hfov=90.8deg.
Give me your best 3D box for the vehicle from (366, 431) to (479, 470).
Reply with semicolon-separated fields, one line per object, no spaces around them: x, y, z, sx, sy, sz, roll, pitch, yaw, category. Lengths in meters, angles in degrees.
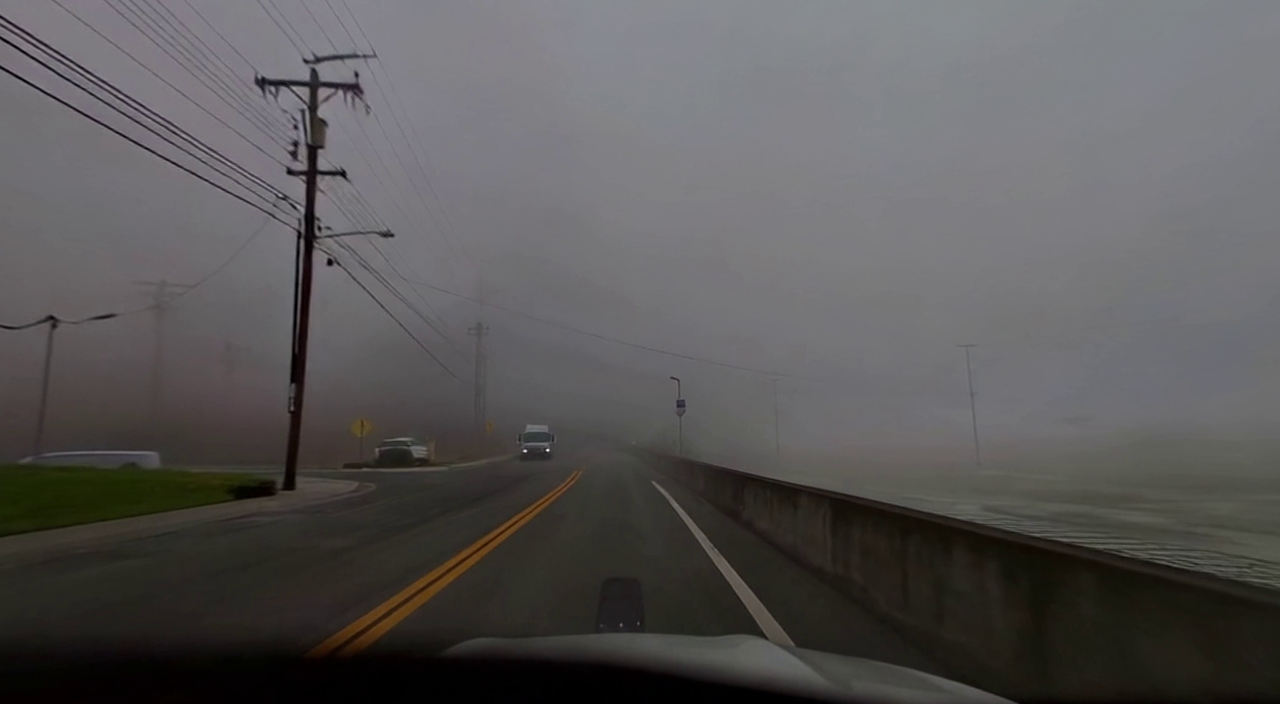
-10.096;4.609;29.557;4.500;1.674;1.915;8;-11;-42;vehicle
